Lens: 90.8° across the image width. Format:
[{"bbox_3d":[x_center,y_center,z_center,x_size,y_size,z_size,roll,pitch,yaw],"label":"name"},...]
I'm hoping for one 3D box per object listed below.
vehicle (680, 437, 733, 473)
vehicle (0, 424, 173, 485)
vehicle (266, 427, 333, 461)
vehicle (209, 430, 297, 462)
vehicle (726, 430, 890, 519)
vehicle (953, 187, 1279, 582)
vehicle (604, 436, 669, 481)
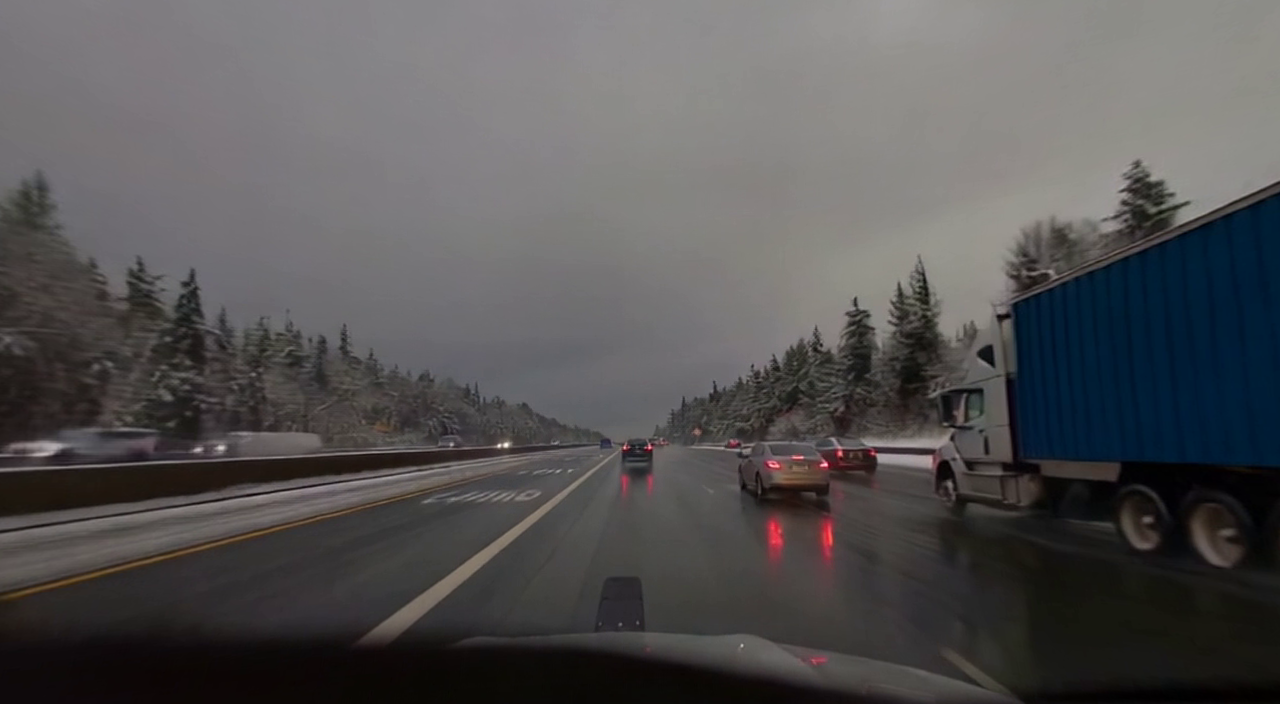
[{"bbox_3d":[2.936,4.656,28.758,1.856,1.517,4.198,0,-8,-2],"label":"vehicle"},{"bbox_3d":[-17.690,3.215,20.110,2.149,1.701,4.541,0,-8,-1],"label":"vehicle"},{"bbox_3d":[-26.162,7.117,48.776,2.546,2.417,4.759,0,-8,-1],"label":"vehicle"},{"bbox_3d":[-25.978,6.376,42.755,2.324,2.010,5.937,0,-8,-1],"label":"vehicle"},{"bbox_3d":[3.216,2.466,13.301,1.993,1.504,4.781,0,-8,-2],"label":"vehicle"},{"bbox_3d":[7.360,0.520,7.354,2.799,3.655,8.627,0,-9,-1],"label":"vehicle"},{"bbox_3d":[-0.143,3.786,22.707,2.098,1.475,3.997,0,-8,-1],"label":"vehicle"}]
